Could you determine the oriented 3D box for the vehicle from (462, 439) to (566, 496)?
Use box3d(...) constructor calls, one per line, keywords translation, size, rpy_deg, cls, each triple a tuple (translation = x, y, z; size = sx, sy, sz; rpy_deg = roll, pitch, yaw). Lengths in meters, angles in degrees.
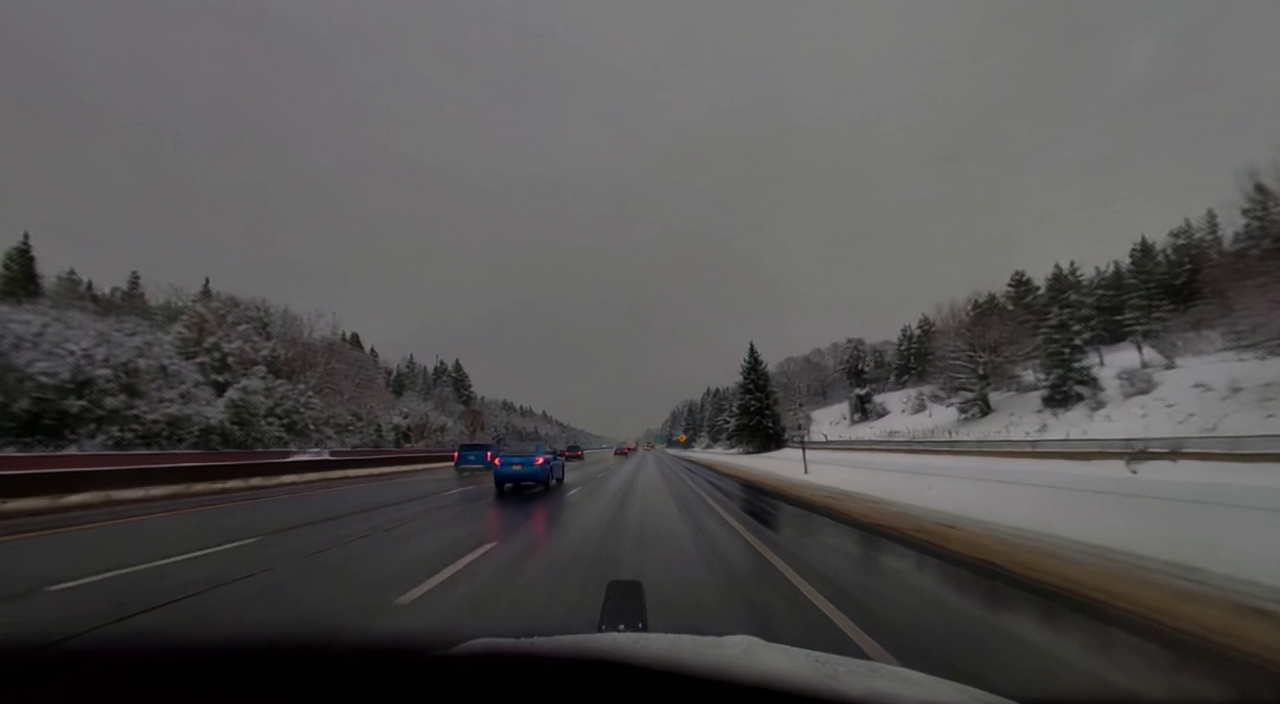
box3d(translation=(-3.653, 3.444, 19.296), size=(2.081, 1.514, 4.943), rpy_deg=(0, -8, 1), cls="vehicle")
